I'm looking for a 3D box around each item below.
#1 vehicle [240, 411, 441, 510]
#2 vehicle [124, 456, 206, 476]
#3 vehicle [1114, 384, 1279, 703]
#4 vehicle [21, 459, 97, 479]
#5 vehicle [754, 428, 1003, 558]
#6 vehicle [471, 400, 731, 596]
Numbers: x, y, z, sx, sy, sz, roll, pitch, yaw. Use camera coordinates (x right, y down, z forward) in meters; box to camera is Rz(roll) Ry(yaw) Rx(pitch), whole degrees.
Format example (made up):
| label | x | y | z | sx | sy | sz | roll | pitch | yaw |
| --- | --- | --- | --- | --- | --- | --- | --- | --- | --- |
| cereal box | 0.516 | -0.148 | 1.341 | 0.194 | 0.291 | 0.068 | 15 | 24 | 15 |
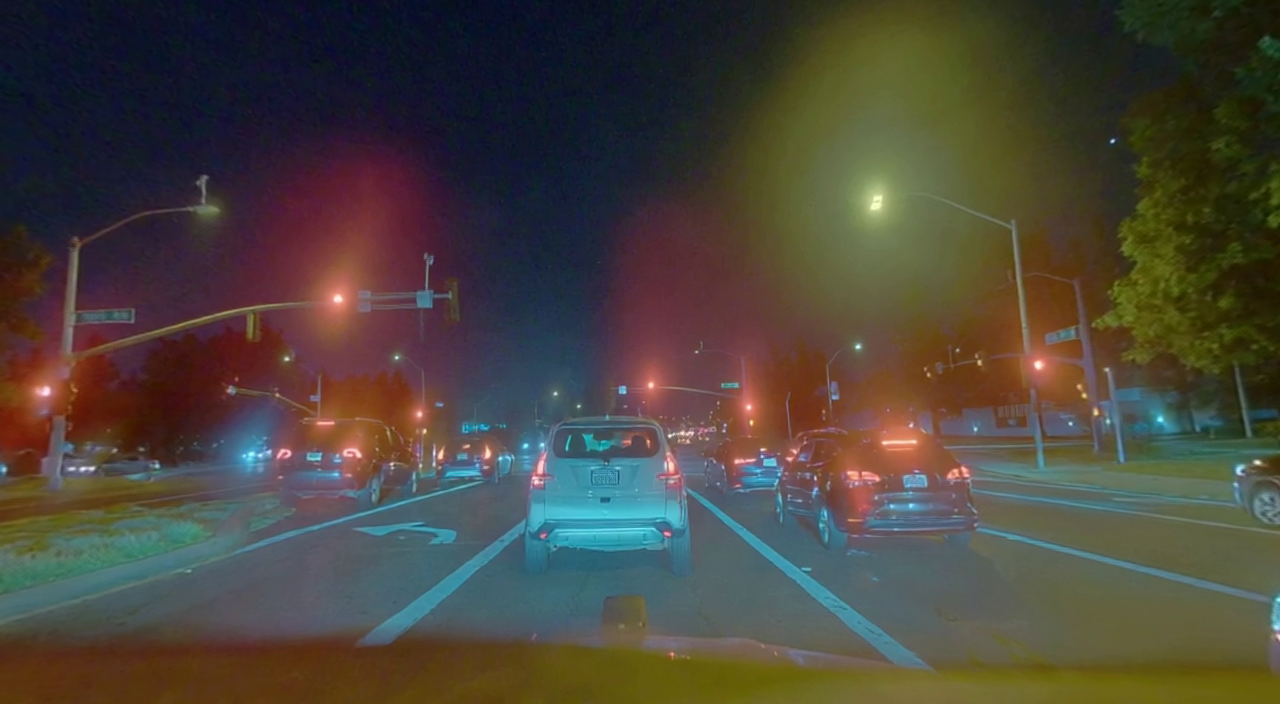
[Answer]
| label | x | y | z | sx | sy | sz | roll | pitch | yaw |
| --- | --- | --- | --- | --- | --- | --- | --- | --- | --- |
| vehicle | -6.737 | 2.527 | 15.000 | 2.214 | 1.953 | 5.017 | 0 | -9 | 1 |
| vehicle | -37.349 | 8.950 | 49.416 | 4.914 | 1.487 | 1.850 | 0 | -9 | 0 |
| vehicle | 3.301 | 0.665 | 0.812 | 1.980 | 1.515 | 4.362 | 0 | -8 | 1 |
| vehicle | -45.687 | 9.177 | 49.398 | 4.232 | 1.498 | 1.791 | 0 | -9 | 1 |
| vehicle | 3.146 | 1.955 | 9.492 | 1.971 | 1.473 | 4.495 | 0 | -8 | 0 |
| vehicle | -0.322 | 1.574 | 7.564 | 2.256 | 1.694 | 4.055 | 0 | -8 | 1 |
